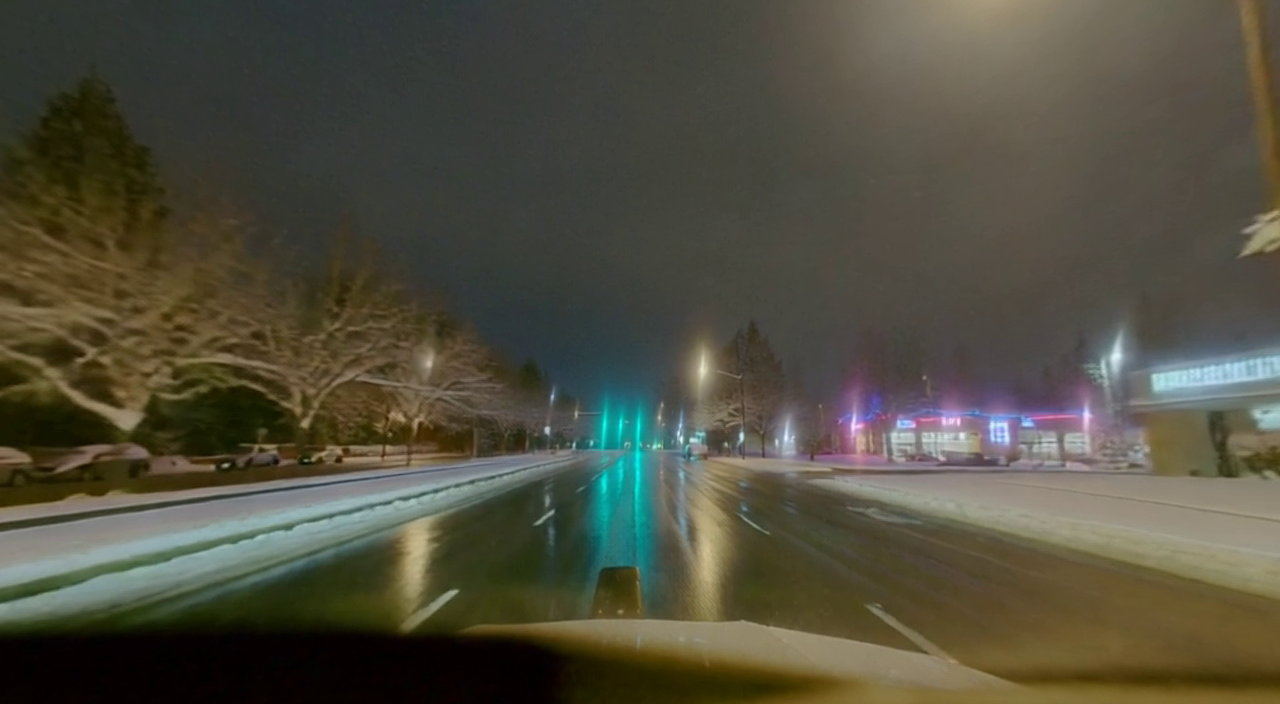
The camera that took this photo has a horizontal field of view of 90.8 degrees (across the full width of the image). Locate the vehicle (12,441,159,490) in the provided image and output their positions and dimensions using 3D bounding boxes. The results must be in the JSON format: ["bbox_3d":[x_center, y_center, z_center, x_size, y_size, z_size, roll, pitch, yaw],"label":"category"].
[{"bbox_3d":[-22.522,4.632,25.942,1.902,1.609,4.689,-6,-9,-1],"label":"vehicle"}]

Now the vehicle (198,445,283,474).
[{"bbox_3d":[-22.513,6.061,35.809,1.771,1.524,4.592,-1,-8,1],"label":"vehicle"}]
